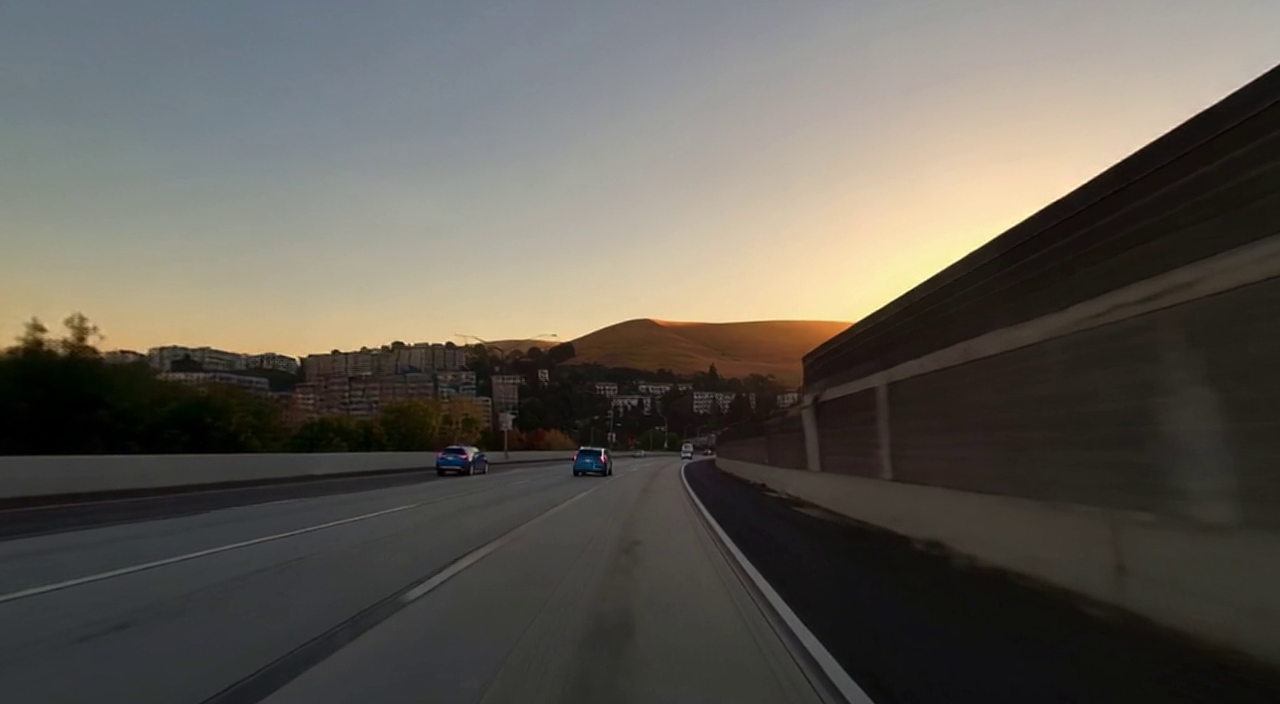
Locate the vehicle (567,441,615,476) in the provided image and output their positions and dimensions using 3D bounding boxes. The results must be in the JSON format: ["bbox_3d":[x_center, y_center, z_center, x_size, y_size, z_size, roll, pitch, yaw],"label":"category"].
[{"bbox_3d":[-2.601,5.788,34.452,2.028,1.782,4.150,-1,-8,4],"label":"vehicle"}]

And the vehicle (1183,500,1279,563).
[{"bbox_3d":[20.003,5.671,19.964,1.786,1.559,4.496,-1,-8,3],"label":"vehicle"}]

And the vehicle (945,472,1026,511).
[{"bbox_3d":[25.579,10.311,47.065,2.775,2.408,6.139,-1,-8,3],"label":"vehicle"}]

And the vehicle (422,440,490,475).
[{"bbox_3d":[-9.820,5.648,34.081,2.039,1.746,4.528,-1,-8,4],"label":"vehicle"}]
